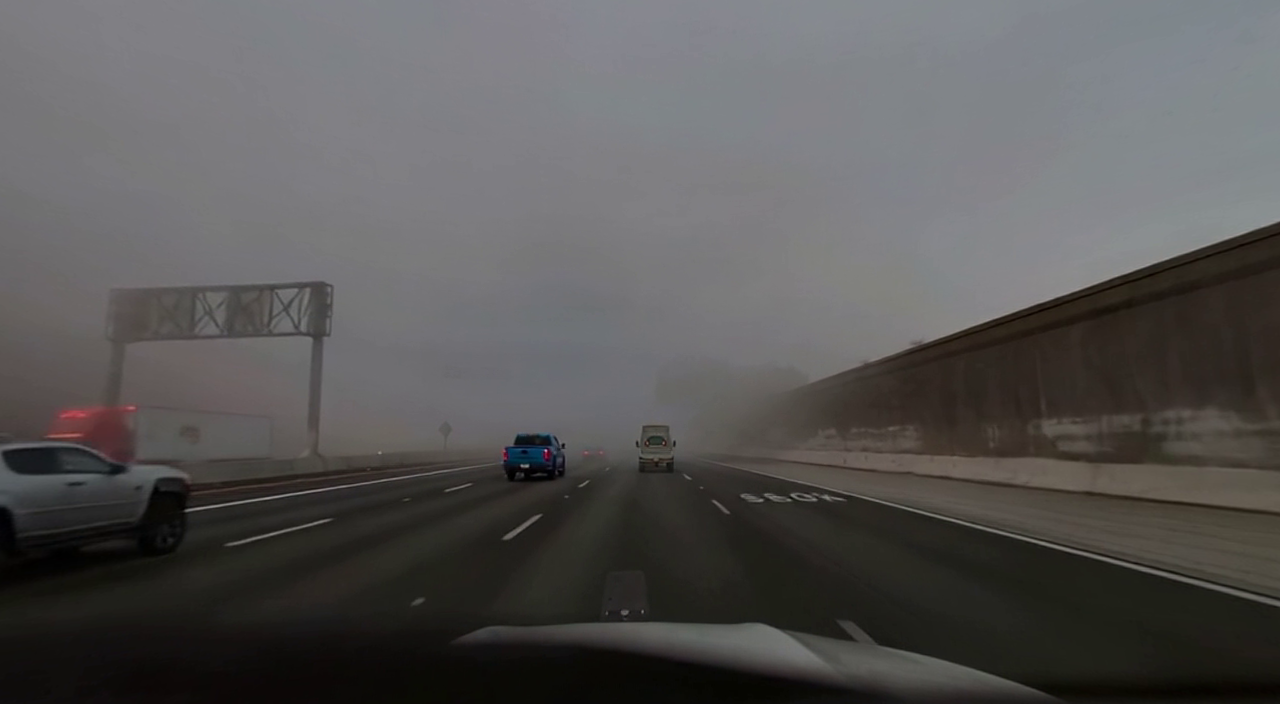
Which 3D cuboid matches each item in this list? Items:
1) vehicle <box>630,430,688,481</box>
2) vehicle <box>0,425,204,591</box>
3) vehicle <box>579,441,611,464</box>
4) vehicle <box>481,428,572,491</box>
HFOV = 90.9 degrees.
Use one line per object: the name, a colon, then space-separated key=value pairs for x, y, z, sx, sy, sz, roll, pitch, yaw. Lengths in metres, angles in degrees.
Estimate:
vehicle: x=0.740 y=4.085 z=25.151 sx=2.083 sy=1.792 sz=4.782 roll=0 pitch=-8 yaw=1
vehicle: x=-7.247 y=1.538 z=6.230 sx=1.978 sy=1.597 sz=5.358 roll=0 pitch=-8 yaw=1
vehicle: x=-3.301 y=7.480 z=47.096 sx=1.961 sy=1.591 sz=4.756 roll=0 pitch=-8 yaw=1
vehicle: x=-3.598 y=3.528 z=21.030 sx=1.954 sy=1.792 sz=5.187 roll=0 pitch=-9 yaw=1
